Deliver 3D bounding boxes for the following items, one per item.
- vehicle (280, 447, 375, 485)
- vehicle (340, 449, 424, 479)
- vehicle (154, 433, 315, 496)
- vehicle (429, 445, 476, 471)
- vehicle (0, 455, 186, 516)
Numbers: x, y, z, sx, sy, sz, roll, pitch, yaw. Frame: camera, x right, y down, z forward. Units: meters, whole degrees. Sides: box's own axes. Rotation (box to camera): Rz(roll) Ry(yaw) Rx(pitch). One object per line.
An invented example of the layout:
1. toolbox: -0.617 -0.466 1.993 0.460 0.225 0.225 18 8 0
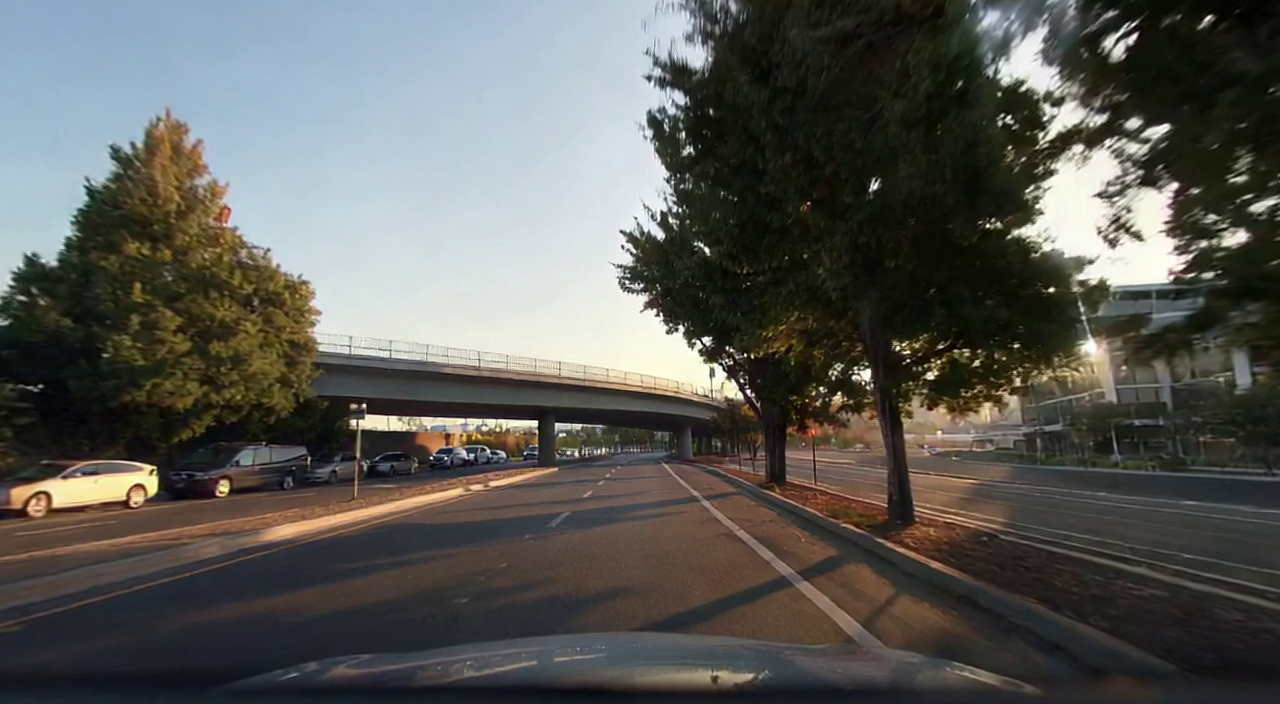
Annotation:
1. vehicle: -13.976 5.114 28.597 1.908 1.559 4.301 0 -9 3
2. vehicle: -13.896 6.047 34.467 2.155 1.477 5.369 -1 -8 3
3. vehicle: -14.397 4.080 22.963 2.074 1.910 5.314 3 -10 2
4. vehicle: -13.391 7.571 45.395 1.903 1.703 4.346 1 -9 1
5. vehicle: -14.654 3.458 16.853 1.875 1.353 4.075 1 -9 2
